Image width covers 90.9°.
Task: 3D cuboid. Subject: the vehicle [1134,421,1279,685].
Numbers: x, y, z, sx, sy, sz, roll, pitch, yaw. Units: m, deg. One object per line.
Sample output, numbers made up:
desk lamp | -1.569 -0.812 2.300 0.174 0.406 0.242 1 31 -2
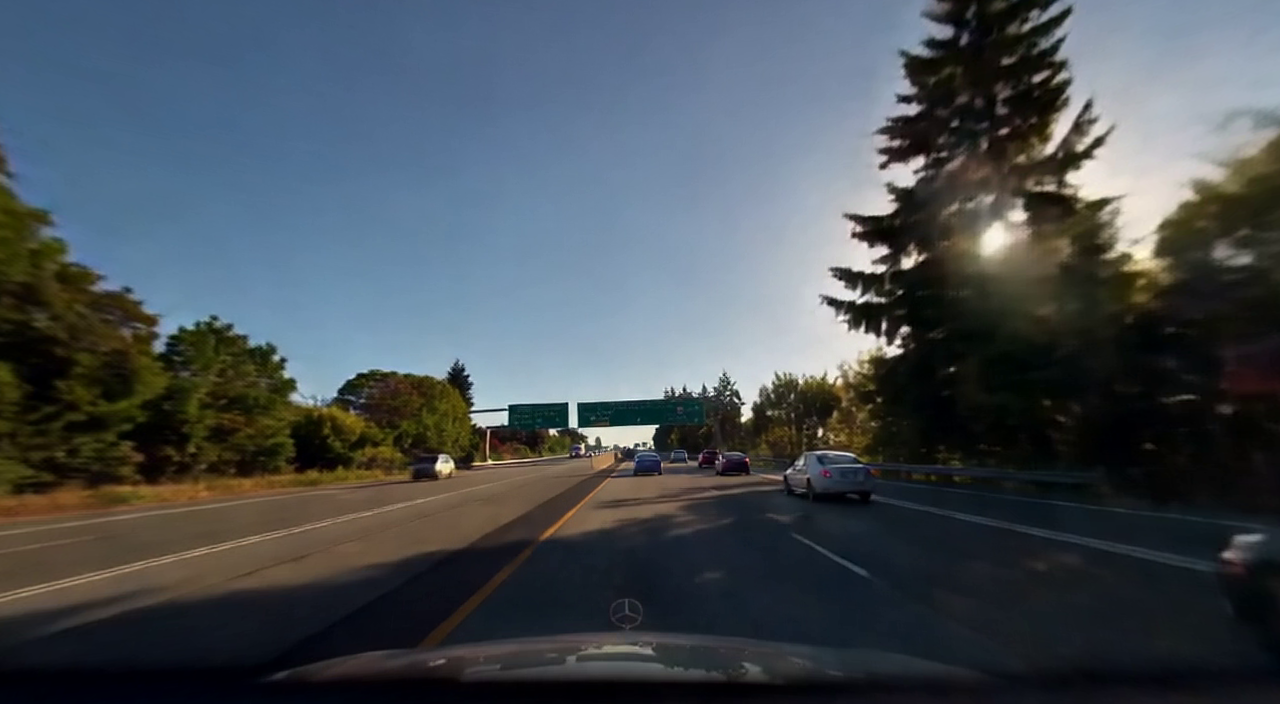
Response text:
vehicle | 4.552 0.902 2.147 2.007 1.451 4.587 0 -9 0

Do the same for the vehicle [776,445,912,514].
vehicle | 4.867 3.095 15.837 1.827 1.462 4.697 0 -9 0

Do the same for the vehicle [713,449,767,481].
vehicle | 4.842 5.543 31.155 1.952 1.495 3.740 0 -9 -2

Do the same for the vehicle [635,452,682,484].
vehicle | 0.807 5.304 29.058 2.012 1.320 3.777 0 -9 1
